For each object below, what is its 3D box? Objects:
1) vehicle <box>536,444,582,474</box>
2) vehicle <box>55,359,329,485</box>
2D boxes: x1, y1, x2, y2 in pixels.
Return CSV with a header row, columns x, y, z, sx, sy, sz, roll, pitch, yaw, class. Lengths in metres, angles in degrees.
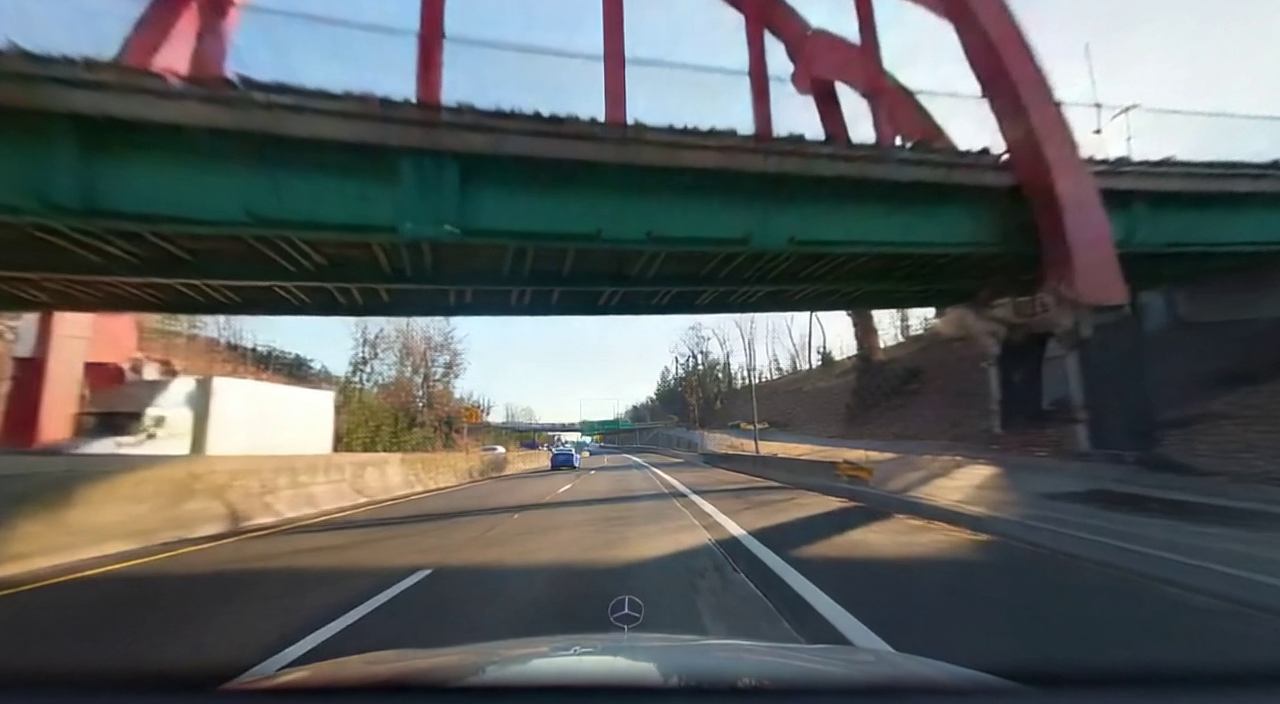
x,y,z,sx,sy,sz,roll,pitch,yaw,class
-4.460,5.991,35.295,2.052,1.556,4.405,0,-8,-1,vehicle
-16.899,3.025,25.404,3.020,3.984,10.945,0,-9,0,vehicle
